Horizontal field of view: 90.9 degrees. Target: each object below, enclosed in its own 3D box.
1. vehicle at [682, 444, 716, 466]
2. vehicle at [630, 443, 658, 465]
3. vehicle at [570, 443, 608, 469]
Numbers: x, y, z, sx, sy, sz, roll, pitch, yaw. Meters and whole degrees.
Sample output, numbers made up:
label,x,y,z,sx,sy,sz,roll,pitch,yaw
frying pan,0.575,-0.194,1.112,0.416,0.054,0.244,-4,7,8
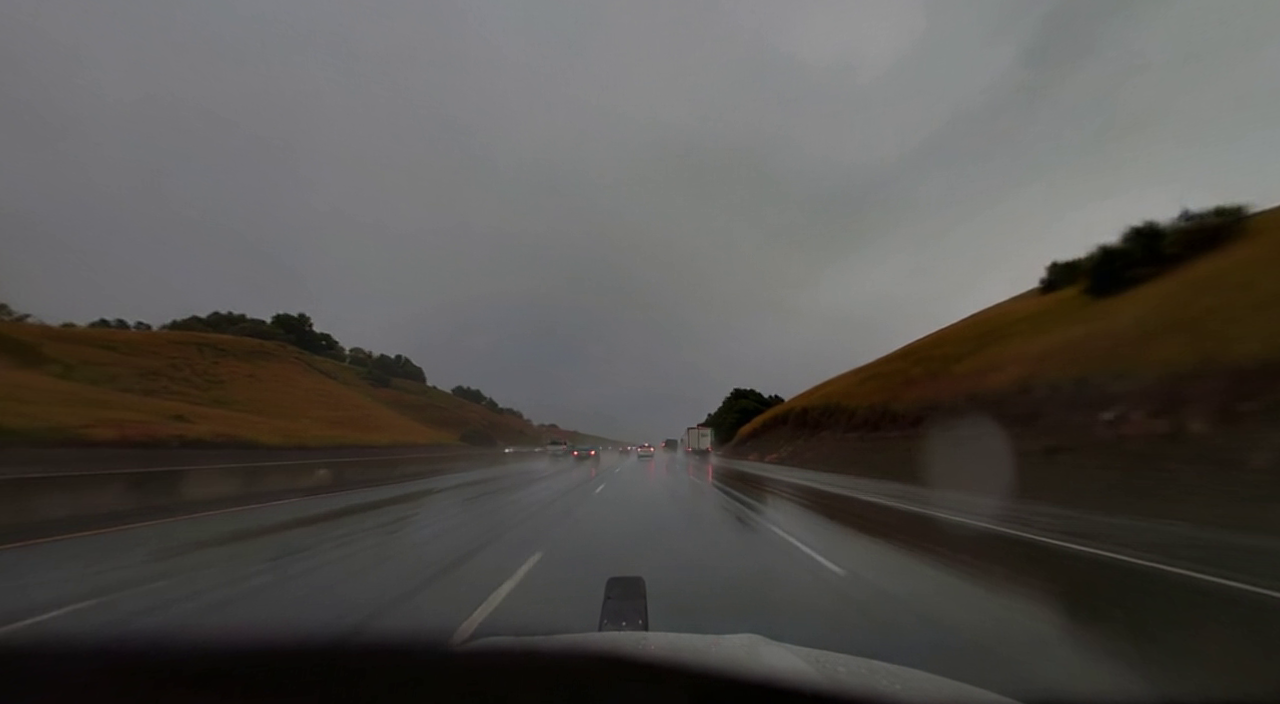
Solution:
label,x,y,z,sx,sy,sz,roll,pitch,yaw
vehicle,4.362,7.699,47.281,2.027,1.525,4.348,0,-8,-1
vehicle,0.275,7.683,47.531,2.031,1.566,3.904,0,-8,0
vehicle,-3.311,6.798,41.455,2.091,1.552,4.516,0,-8,0
